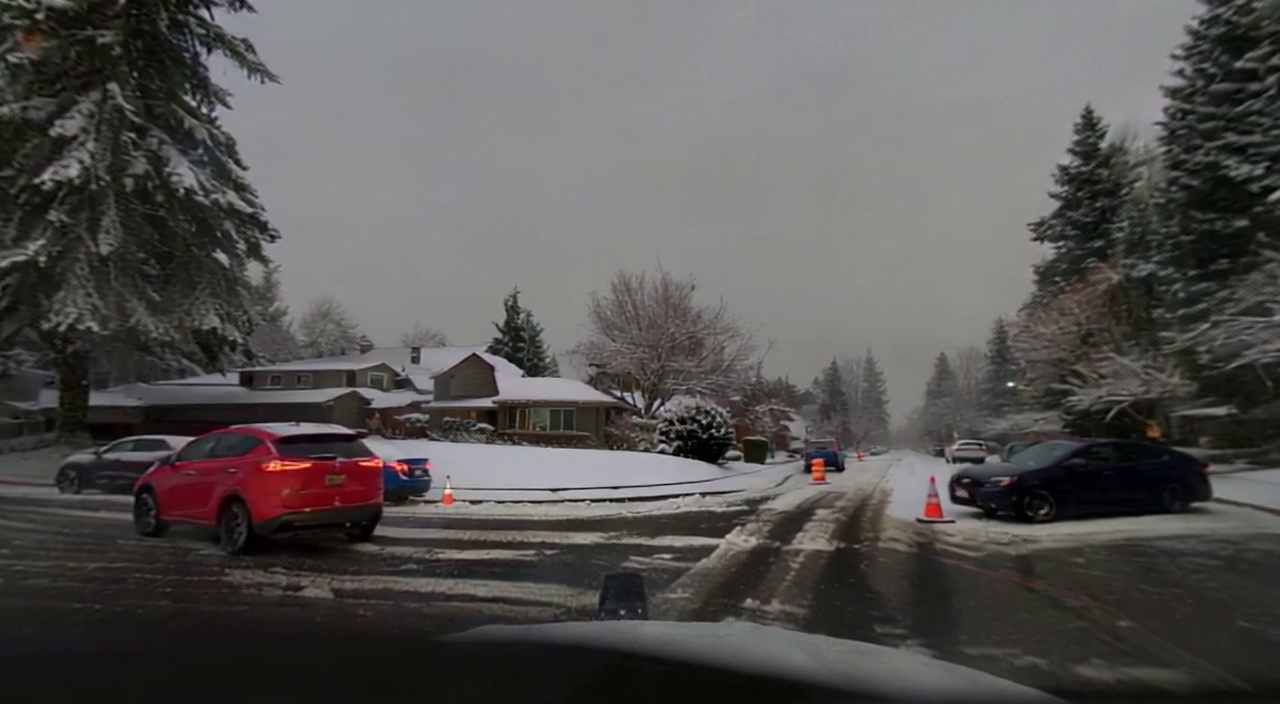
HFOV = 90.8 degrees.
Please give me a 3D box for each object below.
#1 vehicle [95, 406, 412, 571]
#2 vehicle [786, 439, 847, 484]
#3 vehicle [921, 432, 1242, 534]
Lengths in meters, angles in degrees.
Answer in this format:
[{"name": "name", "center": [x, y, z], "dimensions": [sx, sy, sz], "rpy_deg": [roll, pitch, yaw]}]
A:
[{"name": "vehicle", "center": [-5.544, 1.785, 8.997], "dimensions": [4.094, 1.748, 2.350], "rpy_deg": [-6, -10, 36]}, {"name": "vehicle", "center": [7.686, 4.656, 27.207], "dimensions": [2.014, 1.742, 4.297], "rpy_deg": [-3, -9, 22]}, {"name": "vehicle", "center": [8.045, 2.333, 11.768], "dimensions": [4.656, 1.577, 2.099], "rpy_deg": [1, -8, -10]}]
